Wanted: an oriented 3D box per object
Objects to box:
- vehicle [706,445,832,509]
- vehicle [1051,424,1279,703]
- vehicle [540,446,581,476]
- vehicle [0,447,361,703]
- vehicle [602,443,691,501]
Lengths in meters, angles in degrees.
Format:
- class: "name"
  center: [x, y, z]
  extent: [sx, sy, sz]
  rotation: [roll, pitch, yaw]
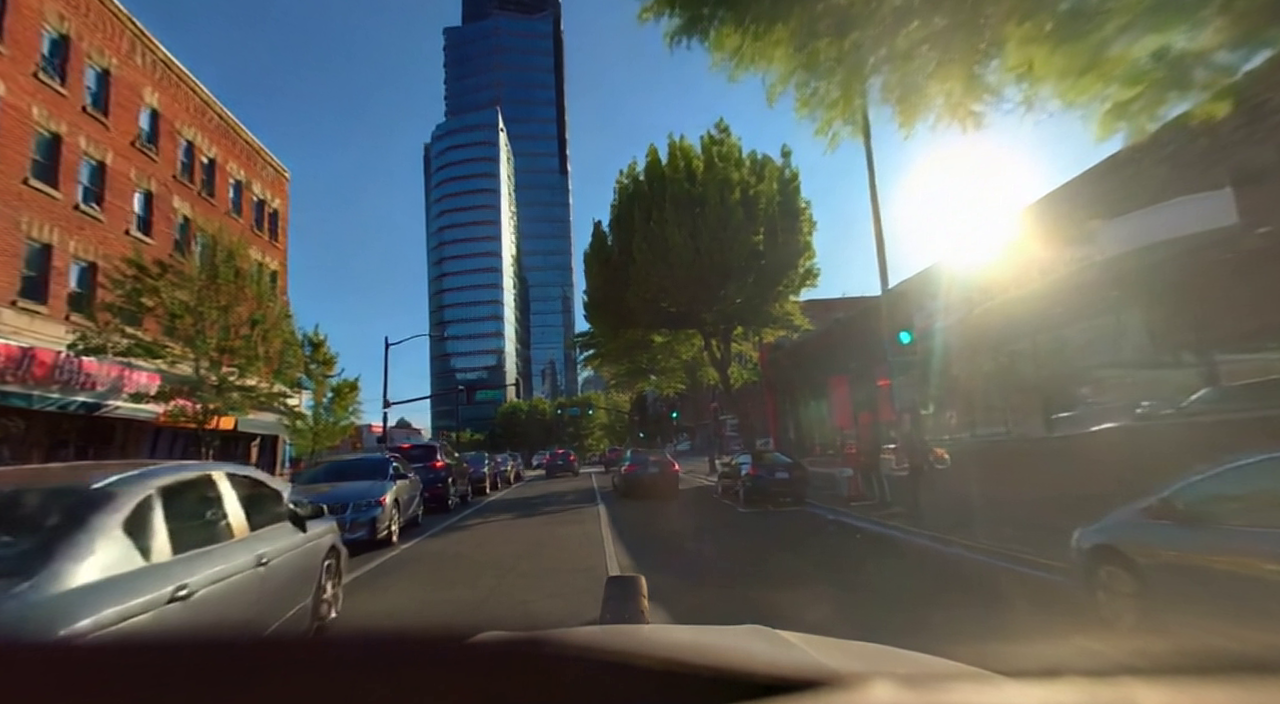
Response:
- class: "vehicle"
  center: [3.236, 3.223, 16.875]
  extent: [1.956, 1.446, 4.537]
  rotation: [1, -8, -7]
- class: "vehicle"
  center: [4.331, 1.112, 2.973]
  extent: [1.986, 1.555, 3.879]
  rotation: [0, -8, -3]
- class: "vehicle"
  center: [-4.434, 6.097, 35.525]
  extent: [2.102, 1.521, 4.078]
  rotation: [1, -8, -6]
- class: "vehicle"
  center: [-3.169, 1.225, 3.258]
  extent: [2.169, 1.427, 4.531]
  rotation: [1, -9, -11]
- class: "vehicle"
  center: [0.038, 3.463, 18.708]
  extent: [2.150, 1.464, 4.467]
  rotation: [1, -8, -5]
